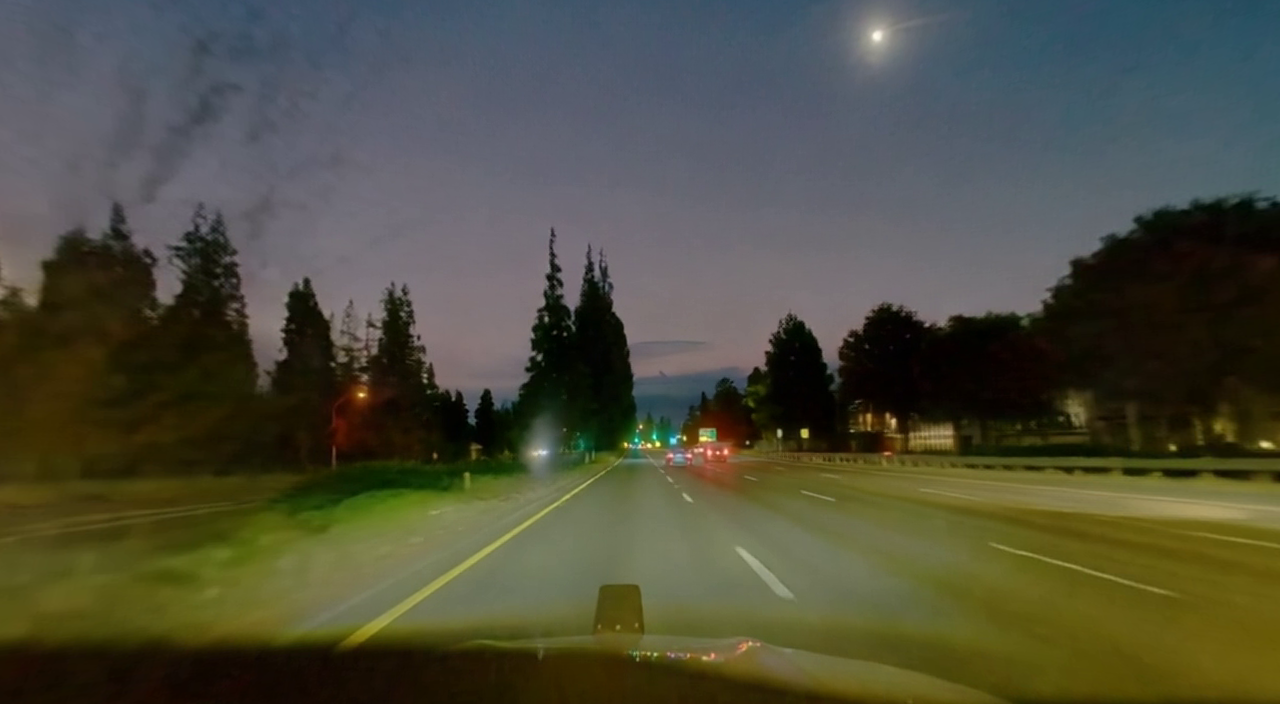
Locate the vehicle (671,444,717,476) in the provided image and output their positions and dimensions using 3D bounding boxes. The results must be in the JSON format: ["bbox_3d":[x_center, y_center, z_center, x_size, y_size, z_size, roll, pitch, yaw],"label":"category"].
[{"bbox_3d":[2.777,5.694,33.599,1.917,1.538,4.259,0,-9,-2],"label":"vehicle"}]

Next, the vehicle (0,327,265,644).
[{"bbox_3d":[-5.640,0.929,4.375,2.425,2.167,5.888,0,-9,0],"label":"vehicle"}]

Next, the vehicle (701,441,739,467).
[{"bbox_3d":[5.727,7.347,45.601,1.946,1.773,4.641,0,-9,-2],"label":"vehicle"}]
